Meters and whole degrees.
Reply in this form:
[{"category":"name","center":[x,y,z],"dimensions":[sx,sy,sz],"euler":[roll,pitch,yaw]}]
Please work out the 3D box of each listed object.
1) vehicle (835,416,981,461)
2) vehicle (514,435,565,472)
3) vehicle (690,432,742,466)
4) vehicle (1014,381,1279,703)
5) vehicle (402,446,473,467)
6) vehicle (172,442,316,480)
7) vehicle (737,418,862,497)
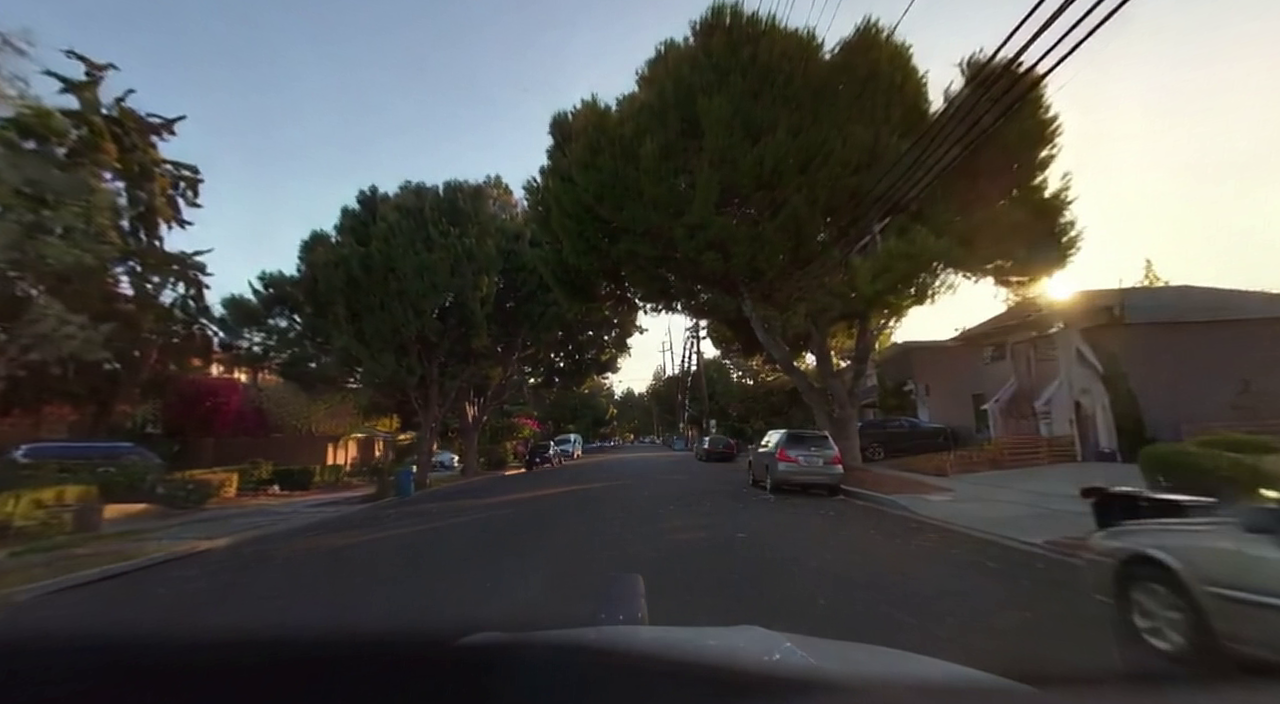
[{"category":"vehicle","center":[11.798,3.858,28.166],"dimensions":[5.447,1.895,2.202],"euler":[0,-8,2]},{"category":"vehicle","center":[-5.824,5.924,37.319],"dimensions":[2.213,1.786,4.674],"euler":[-6,-7,-2]},{"category":"vehicle","center":[3.967,5.163,33.715],"dimensions":[2.040,1.640,4.153],"euler":[1,-8,-3]},{"category":"vehicle","center":[4.006,0.868,2.613],"dimensions":[2.016,1.544,4.645],"euler":[0,-8,-1]},{"category":"vehicle","center":[-15.097,7.787,47.191],"dimensions":[4.615,1.489,1.971],"euler":[0,-8,2]},{"category":"vehicle","center":[-19.771,5.458,31.762],"dimensions":[5.746,1.830,2.162],"euler":[0,-8,-2]},{"category":"vehicle","center":[3.965,2.729,16.673],"dimensions":[2.105,1.755,4.749],"euler":[0,-8,1]}]
